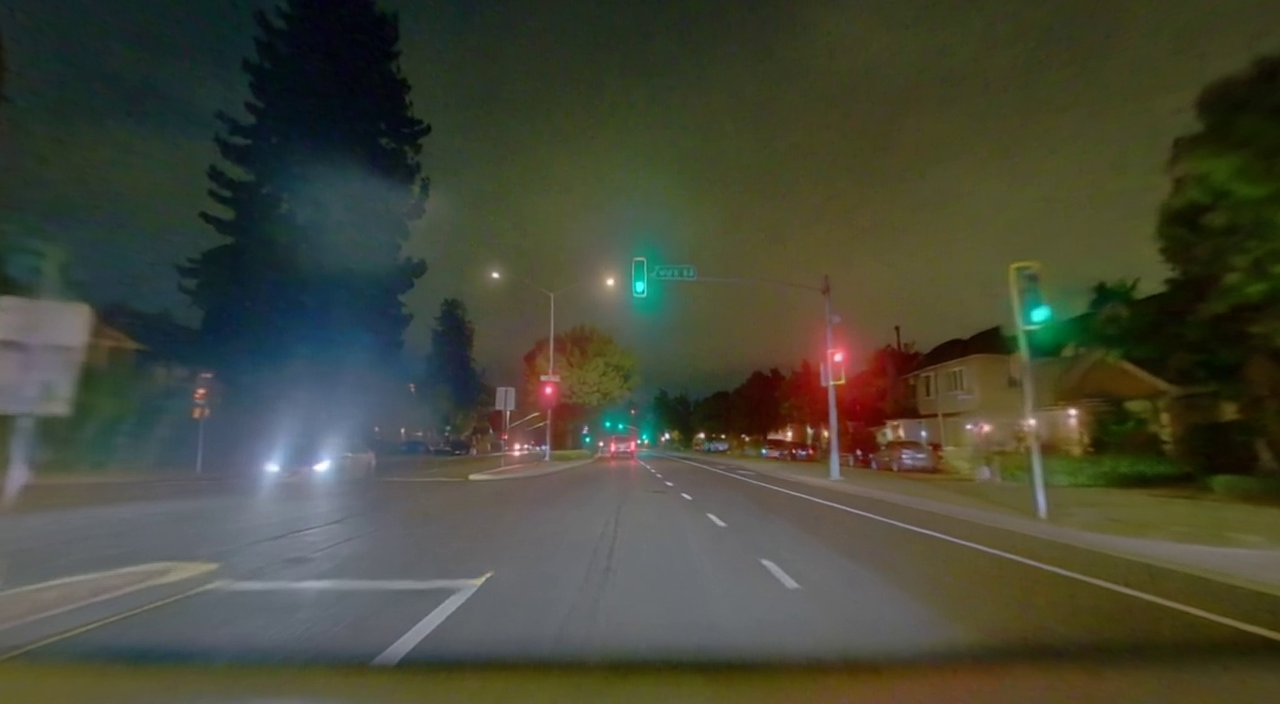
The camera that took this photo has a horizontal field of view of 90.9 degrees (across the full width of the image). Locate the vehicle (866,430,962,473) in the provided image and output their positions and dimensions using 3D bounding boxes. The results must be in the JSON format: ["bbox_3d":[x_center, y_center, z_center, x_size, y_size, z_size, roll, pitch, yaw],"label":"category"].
[{"bbox_3d":[11.668,4.272,27.234,2.018,1.665,4.576,0,-8,-1],"label":"vehicle"}]

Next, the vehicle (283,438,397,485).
[{"bbox_3d":[-10.669,3.910,22.873,1.995,1.485,4.560,0,-8,-1],"label":"vehicle"}]

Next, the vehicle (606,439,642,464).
[{"bbox_3d":[-0.976,6.069,38.612,2.113,1.462,4.203,0,-8,-1],"label":"vehicle"}]

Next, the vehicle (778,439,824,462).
[{"bbox_3d":[11.048,6.771,43.473,1.838,1.443,4.563,0,-8,-2],"label":"vehicle"}]

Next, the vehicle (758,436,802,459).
[{"bbox_3d":[10.776,7.404,48.910,2.156,1.689,4.774,0,-8,-1],"label":"vehicle"}]
